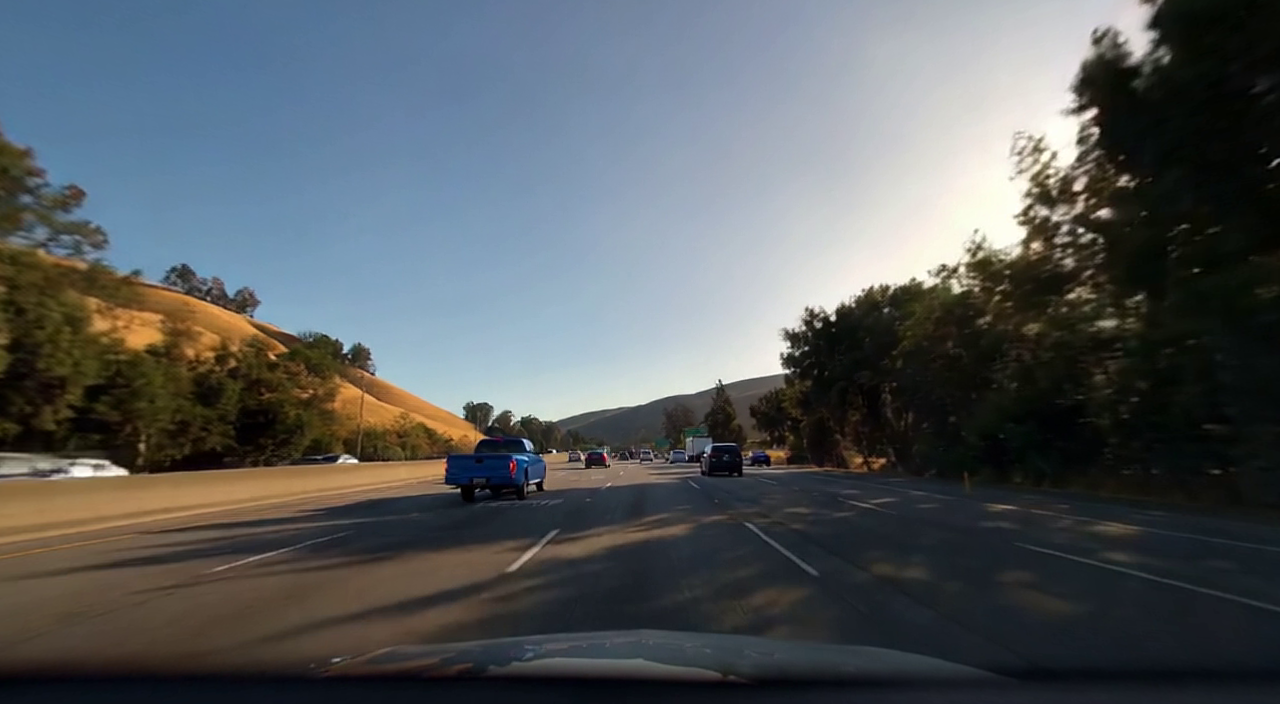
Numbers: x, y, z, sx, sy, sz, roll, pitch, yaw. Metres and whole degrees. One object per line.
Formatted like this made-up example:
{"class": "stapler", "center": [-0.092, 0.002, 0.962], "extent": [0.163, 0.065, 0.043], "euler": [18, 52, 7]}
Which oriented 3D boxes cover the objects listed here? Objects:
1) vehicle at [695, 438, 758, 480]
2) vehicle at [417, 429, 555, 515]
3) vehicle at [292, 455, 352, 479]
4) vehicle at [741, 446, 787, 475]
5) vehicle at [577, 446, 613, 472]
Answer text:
{"class": "vehicle", "center": [4.397, 5.542, 33.043], "extent": [2.424, 1.952, 5.611], "euler": [0, -8, -1]}
{"class": "vehicle", "center": [-3.745, 3.011, 16.506], "extent": [2.227, 1.853, 5.161], "euler": [-1, -8, 1]}
{"class": "vehicle", "center": [-21.300, 7.701, 42.463], "extent": [1.803, 1.482, 4.419], "euler": [0, -8, -1]}
{"class": "vehicle", "center": [8.033, 7.038, 41.309], "extent": [2.104, 1.724, 4.701], "euler": [0, -8, 0]}
{"class": "vehicle", "center": [-3.227, 7.797, 46.327], "extent": [2.235, 1.785, 4.386], "euler": [-1, -8, 1]}
